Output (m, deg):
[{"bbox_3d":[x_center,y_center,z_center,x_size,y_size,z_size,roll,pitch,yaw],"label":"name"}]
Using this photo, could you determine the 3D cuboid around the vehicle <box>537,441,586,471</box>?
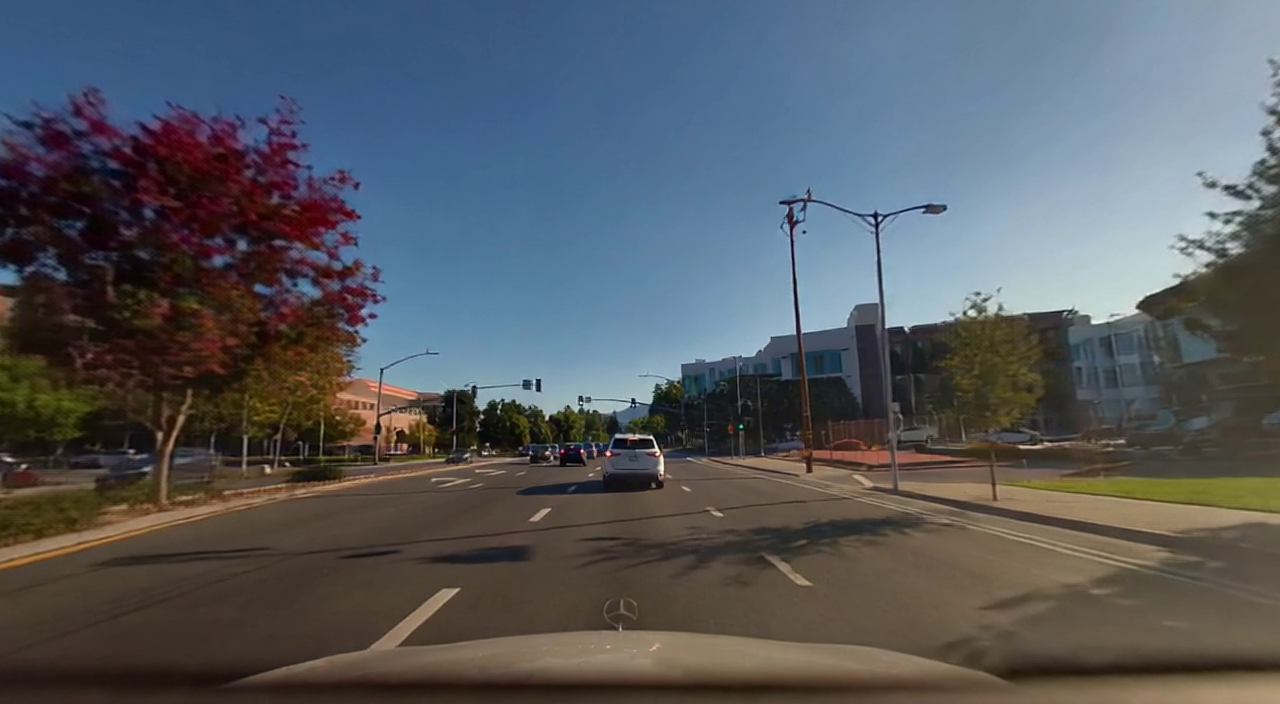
[{"bbox_3d":[-4.054,5.458,33.338,2.075,1.474,4.367,0,-8,-1],"label":"vehicle"}]

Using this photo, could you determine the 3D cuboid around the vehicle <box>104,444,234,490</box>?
[{"bbox_3d":[-19.281,4.683,26.162,1.945,1.700,4.465,0,-8,0],"label":"vehicle"}]

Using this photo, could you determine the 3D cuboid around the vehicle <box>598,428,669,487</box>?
[{"bbox_3d":[-0.238,3.556,21.483,2.188,1.782,3.982,0,-8,-1],"label":"vehicle"}]
